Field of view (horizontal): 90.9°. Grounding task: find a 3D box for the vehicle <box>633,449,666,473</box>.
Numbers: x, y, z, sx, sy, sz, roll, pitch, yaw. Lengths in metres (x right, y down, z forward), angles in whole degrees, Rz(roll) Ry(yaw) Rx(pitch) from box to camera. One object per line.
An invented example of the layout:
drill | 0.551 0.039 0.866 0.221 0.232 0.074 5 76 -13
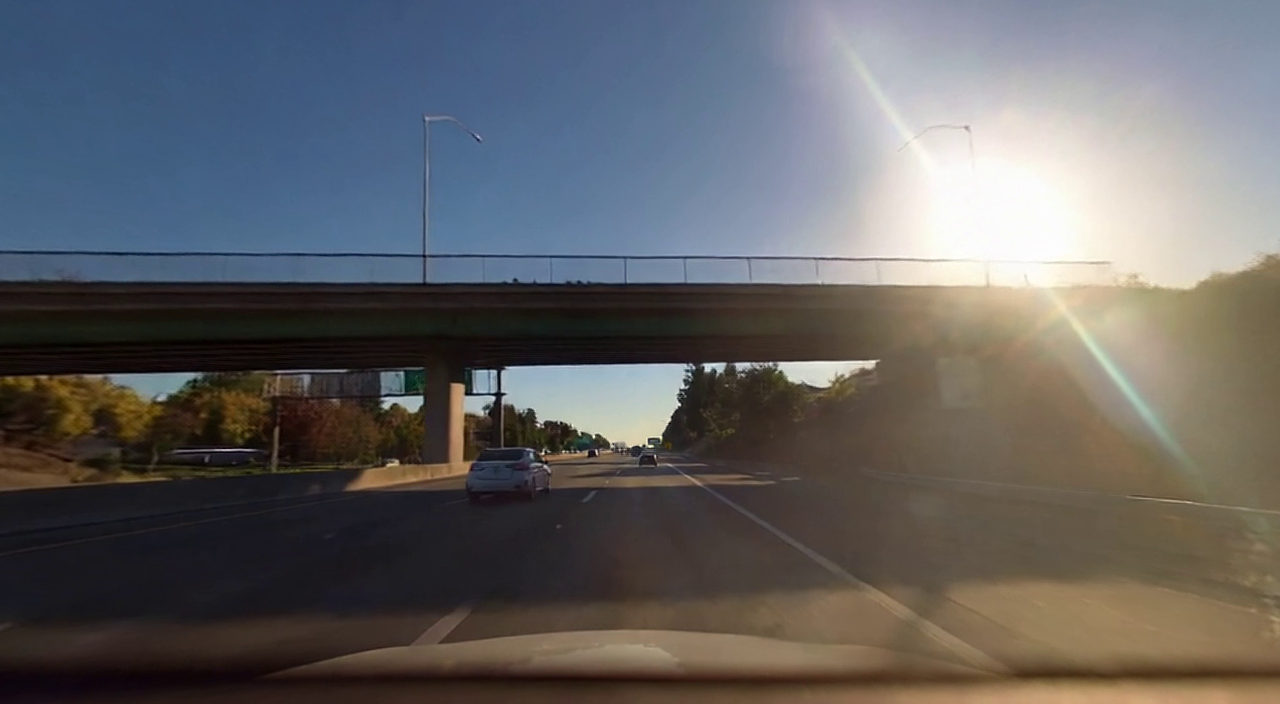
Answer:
vehicle | 0.645 7.463 43.425 2.113 1.537 4.208 0 -9 1

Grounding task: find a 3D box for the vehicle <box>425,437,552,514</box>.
vehicle | -3.629 3.050 16.042 2.055 1.665 4.373 0 -9 1
